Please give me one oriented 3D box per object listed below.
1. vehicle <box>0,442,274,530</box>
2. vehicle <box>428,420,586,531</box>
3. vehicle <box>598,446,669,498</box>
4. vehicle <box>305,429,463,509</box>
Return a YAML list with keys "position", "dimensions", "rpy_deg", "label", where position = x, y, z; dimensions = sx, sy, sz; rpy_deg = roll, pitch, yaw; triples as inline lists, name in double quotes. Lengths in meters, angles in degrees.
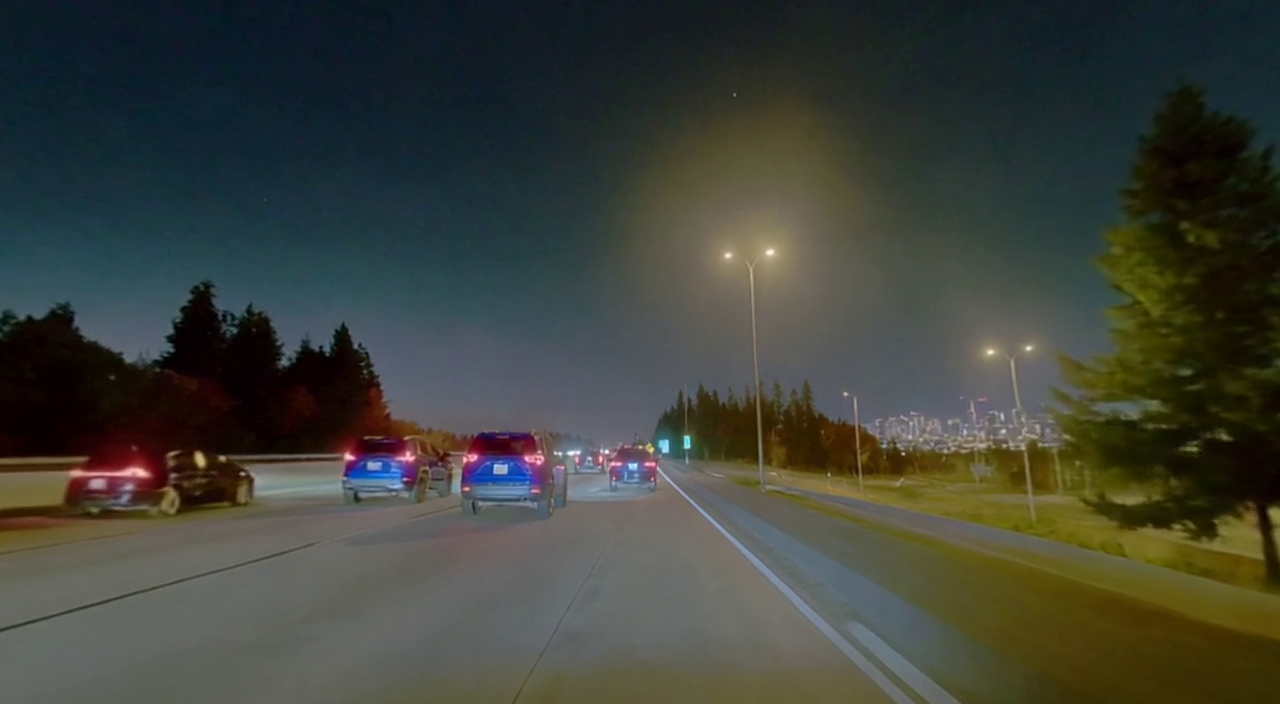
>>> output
- position: [-10.085, 2.631, 13.040]
  dimensions: [2.126, 1.480, 4.589]
  rpy_deg: [0, -9, 2]
  label: "vehicle"
- position: [-2.374, 2.353, 12.486]
  dimensions: [2.123, 1.798, 4.108]
  rpy_deg: [0, -9, 2]
  label: "vehicle"
- position: [-0.172, 3.799, 20.386]
  dimensions: [2.068, 1.488, 4.045]
  rpy_deg: [0, -9, 0]
  label: "vehicle"
- position: [-6.547, 3.043, 16.837]
  dimensions: [2.162, 1.823, 4.566]
  rpy_deg: [0, -9, 2]
  label: "vehicle"
